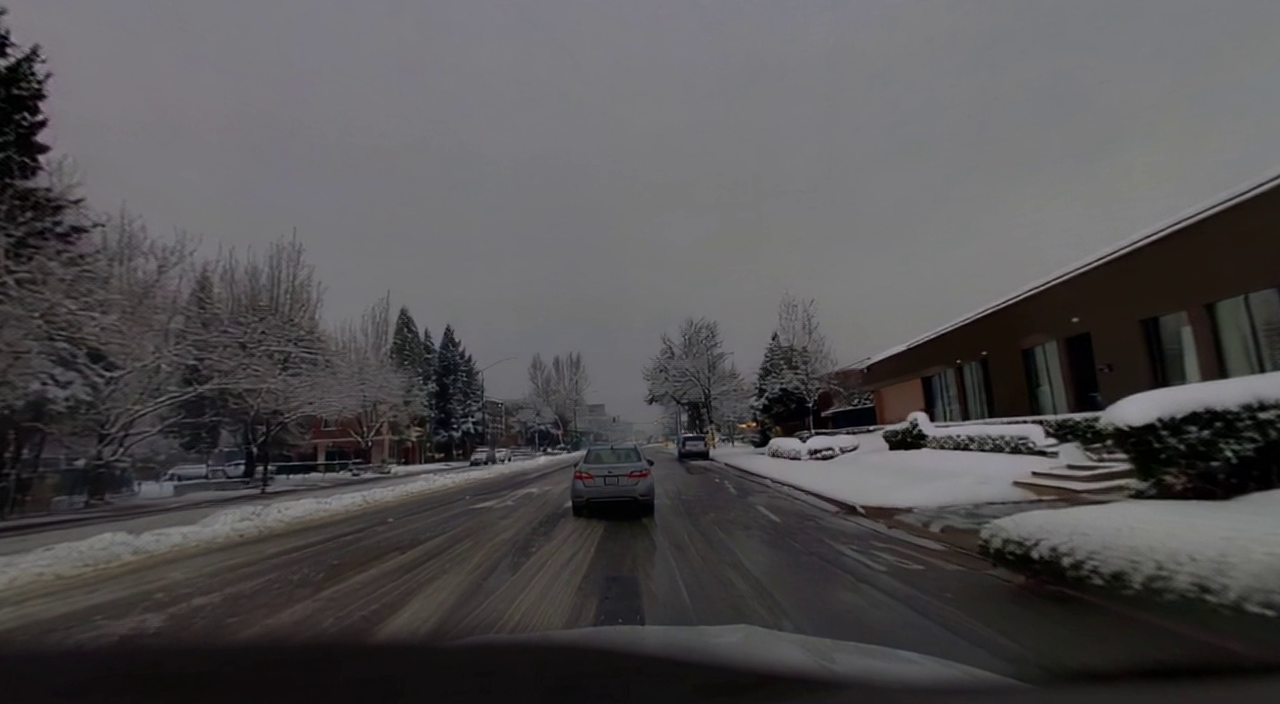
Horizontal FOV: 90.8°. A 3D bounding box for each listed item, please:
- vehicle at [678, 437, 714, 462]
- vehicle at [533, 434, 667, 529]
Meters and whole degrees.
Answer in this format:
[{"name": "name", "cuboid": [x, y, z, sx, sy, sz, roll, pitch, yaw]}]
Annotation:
[{"name": "vehicle", "cuboid": [3.467, 6.095, 39.641, 1.972, 1.484, 3.974, 0, -8, 1]}, {"name": "vehicle", "cuboid": [-0.746, 2.378, 12.260, 2.116, 1.479, 4.358, 0, -8, -3]}]
